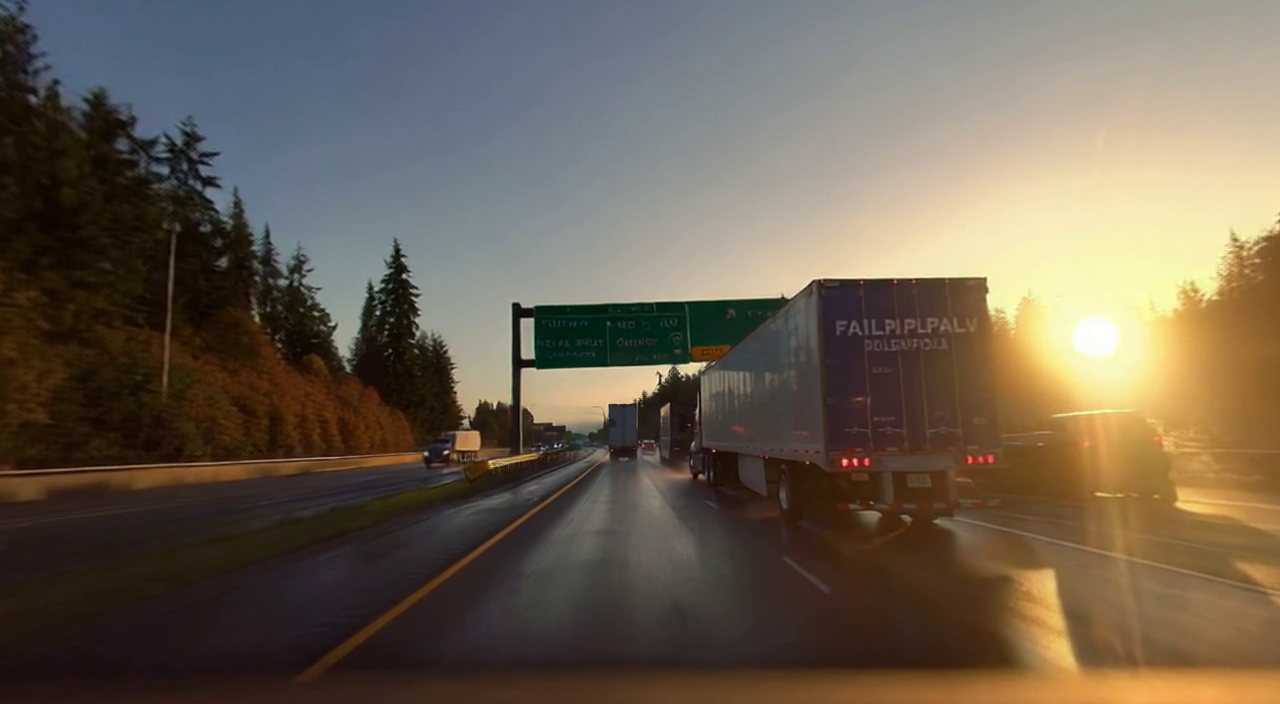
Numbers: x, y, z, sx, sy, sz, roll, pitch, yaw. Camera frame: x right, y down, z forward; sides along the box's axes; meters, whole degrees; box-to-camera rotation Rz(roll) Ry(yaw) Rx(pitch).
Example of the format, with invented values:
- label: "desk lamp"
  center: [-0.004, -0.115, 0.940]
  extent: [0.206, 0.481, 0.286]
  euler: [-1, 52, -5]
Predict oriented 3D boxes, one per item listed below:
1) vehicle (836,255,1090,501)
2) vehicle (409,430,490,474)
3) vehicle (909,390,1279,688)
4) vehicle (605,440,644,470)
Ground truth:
- label: "vehicle"
  center: [4.282, 0.417, 8.806]
  extent: [2.244, 3.047, 2.035]
  euler: [0, -8, -2]
- label: "vehicle"
  center: [-12.754, 6.744, 43.111]
  extent: [2.774, 2.621, 9.453]
  euler: [0, -8, -1]
- label: "vehicle"
  center: [4.590, 1.234, 5.297]
  extent: [4.253, 1.543, 2.045]
  euler: [4, -9, -30]
- label: "vehicle"
  center: [-0.821, 5.443, 33.475]
  extent: [1.943, 1.491, 3.459]
  euler: [0, -8, -2]
